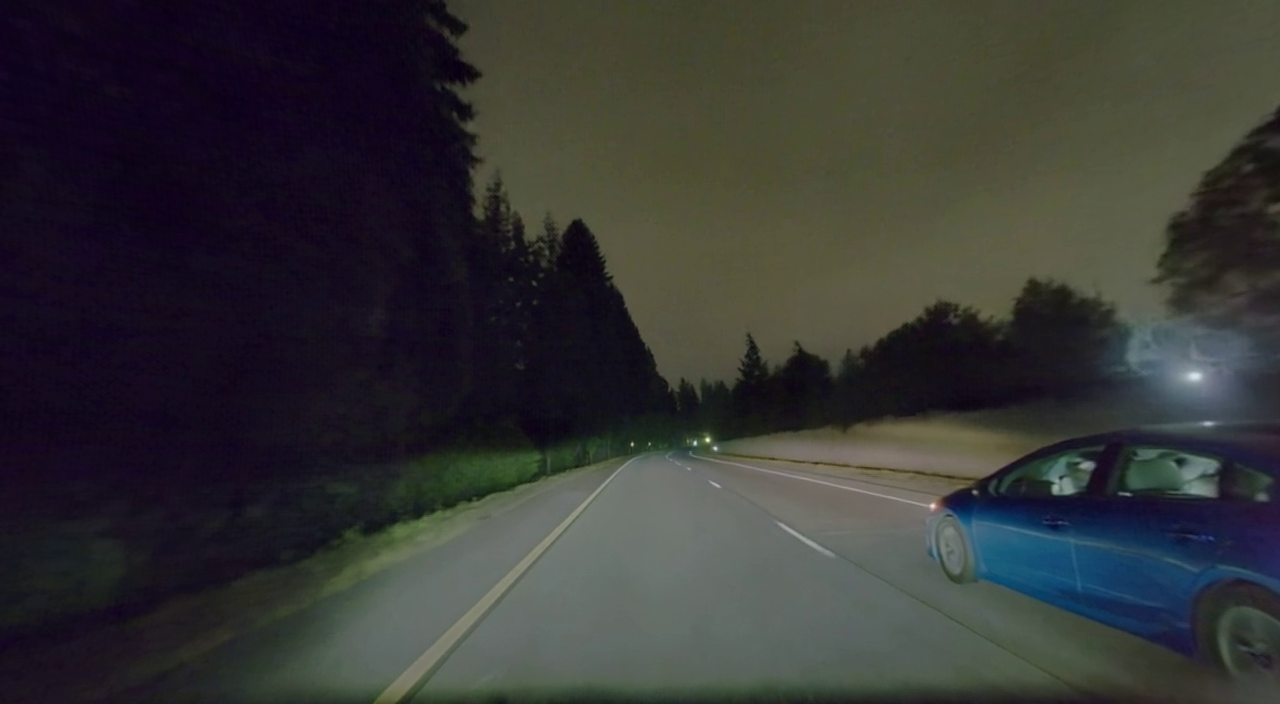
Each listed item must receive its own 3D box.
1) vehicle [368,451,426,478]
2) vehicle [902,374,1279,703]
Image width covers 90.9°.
[{"bbox_3d":[-15.832,7.325,41.253,1.893,1.571,4.390,-1,-8,2],"label":"vehicle"},{"bbox_3d":[3.392,0.972,3.222,2.061,1.503,4.823,0,-8,0],"label":"vehicle"}]
